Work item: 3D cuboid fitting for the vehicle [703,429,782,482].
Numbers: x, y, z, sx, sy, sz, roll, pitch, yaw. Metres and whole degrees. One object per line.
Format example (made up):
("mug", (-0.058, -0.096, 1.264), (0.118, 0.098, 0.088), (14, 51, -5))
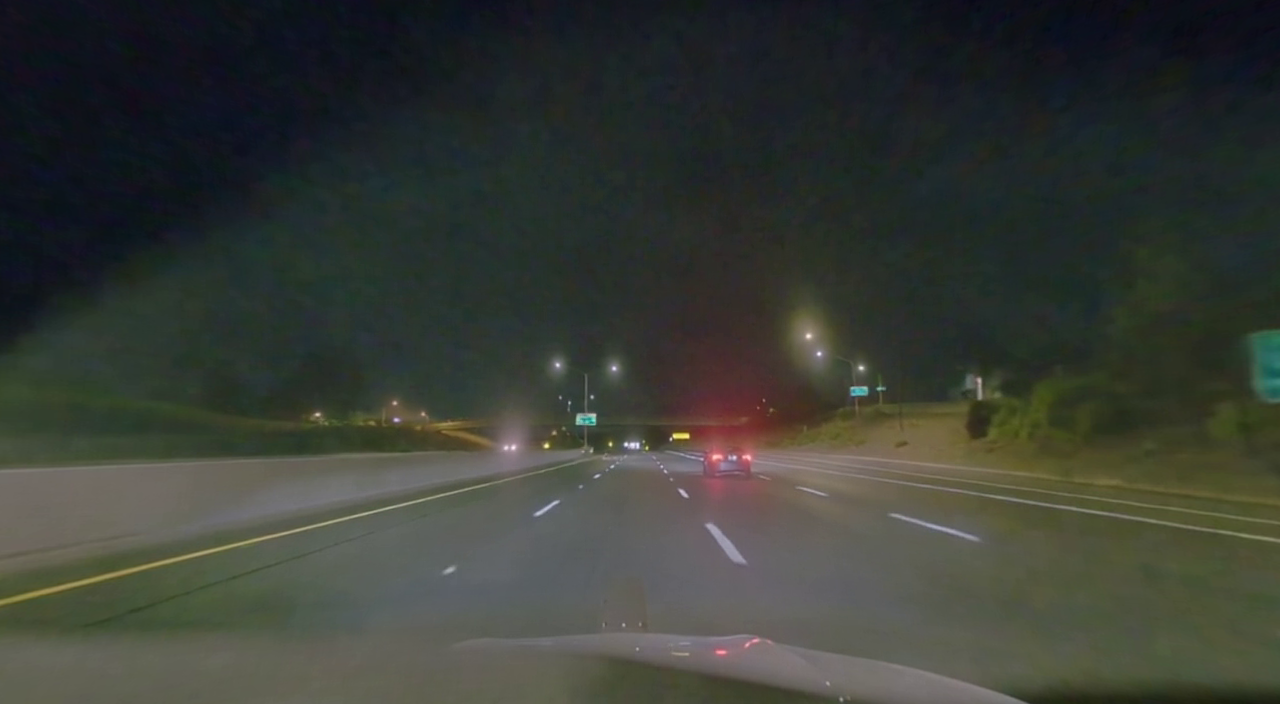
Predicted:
("vehicle", (3.557, 3.722, 22.894), (2.039, 1.701, 4.834), (0, -9, 0))
